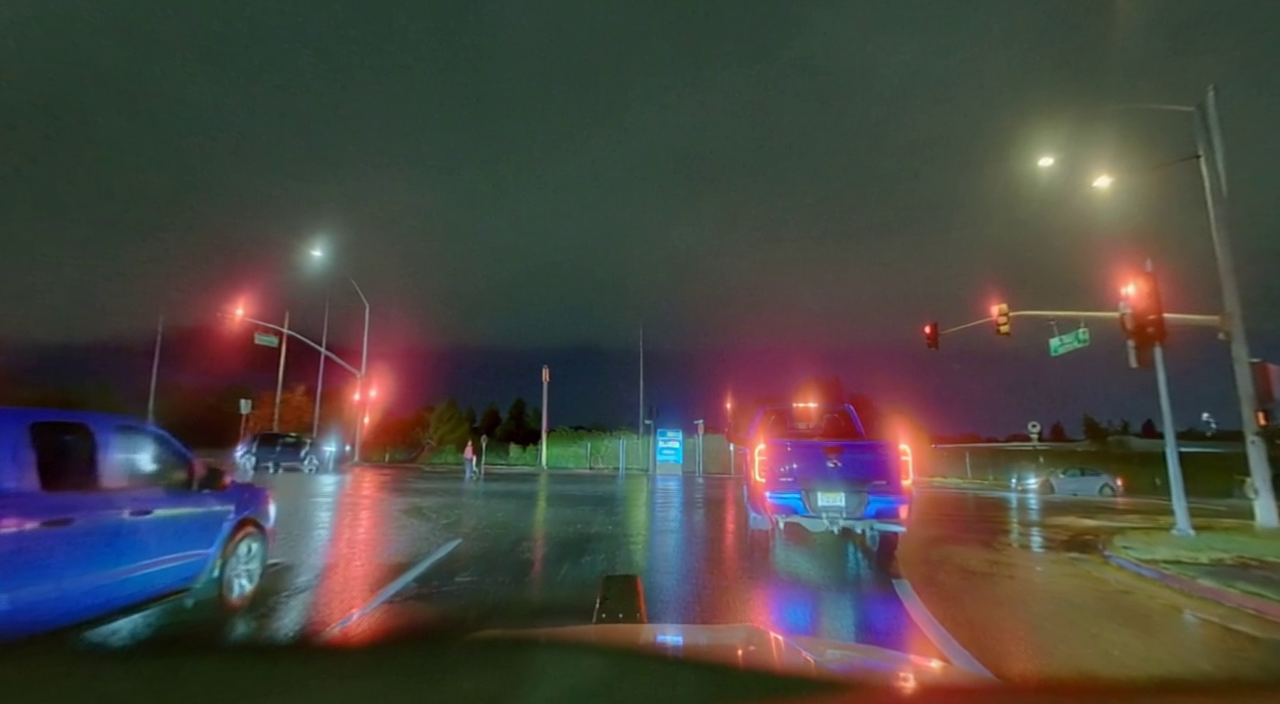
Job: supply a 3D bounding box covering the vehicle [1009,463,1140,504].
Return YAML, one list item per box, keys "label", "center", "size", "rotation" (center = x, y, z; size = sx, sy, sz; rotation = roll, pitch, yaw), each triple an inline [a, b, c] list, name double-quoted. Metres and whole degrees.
- label: "vehicle"
  center: [19.588, 5.935, 28.557]
  size: [4.356, 1.498, 1.957]
  rotation: [-3, -8, 3]

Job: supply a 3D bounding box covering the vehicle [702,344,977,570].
- label: "vehicle"
  center: [2.707, 1.563, 9.942]
  size: [2.851, 2.400, 5.978]
  rotation: [-1, -9, 11]

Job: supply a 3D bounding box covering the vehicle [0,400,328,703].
- label: "vehicle"
  center: [-3.982, 1.096, 3.770]
  size: [1.913, 1.491, 4.547]
  rotation: [0, -8, -1]
